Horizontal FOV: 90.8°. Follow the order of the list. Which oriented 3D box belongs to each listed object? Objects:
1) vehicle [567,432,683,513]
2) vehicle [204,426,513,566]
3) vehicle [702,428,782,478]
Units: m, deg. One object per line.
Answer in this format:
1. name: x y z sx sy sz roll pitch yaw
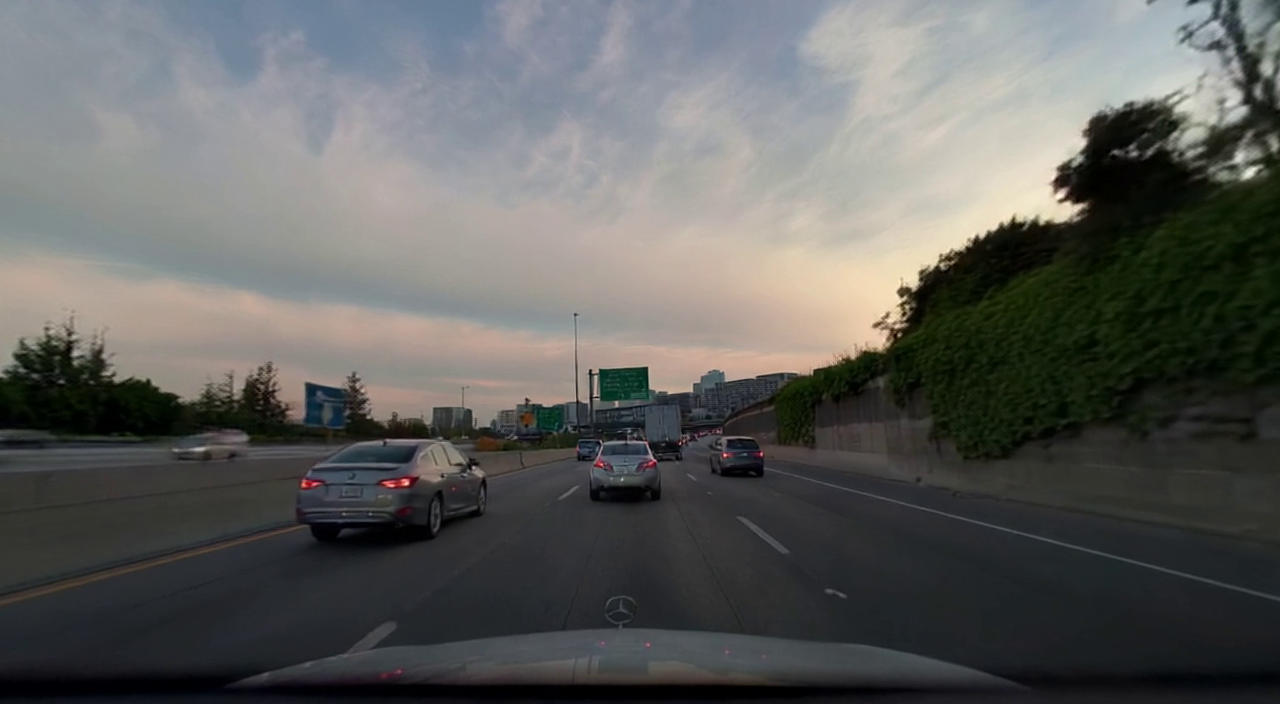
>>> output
1. vehicle: -0.252 2.542 13.753 2.136 1.470 3.971 0 -9 1
2. vehicle: -3.528 1.926 9.319 2.130 1.474 5.027 -1 -9 2
3. vehicle: 3.686 3.755 23.688 2.166 1.666 4.618 0 -9 -1
